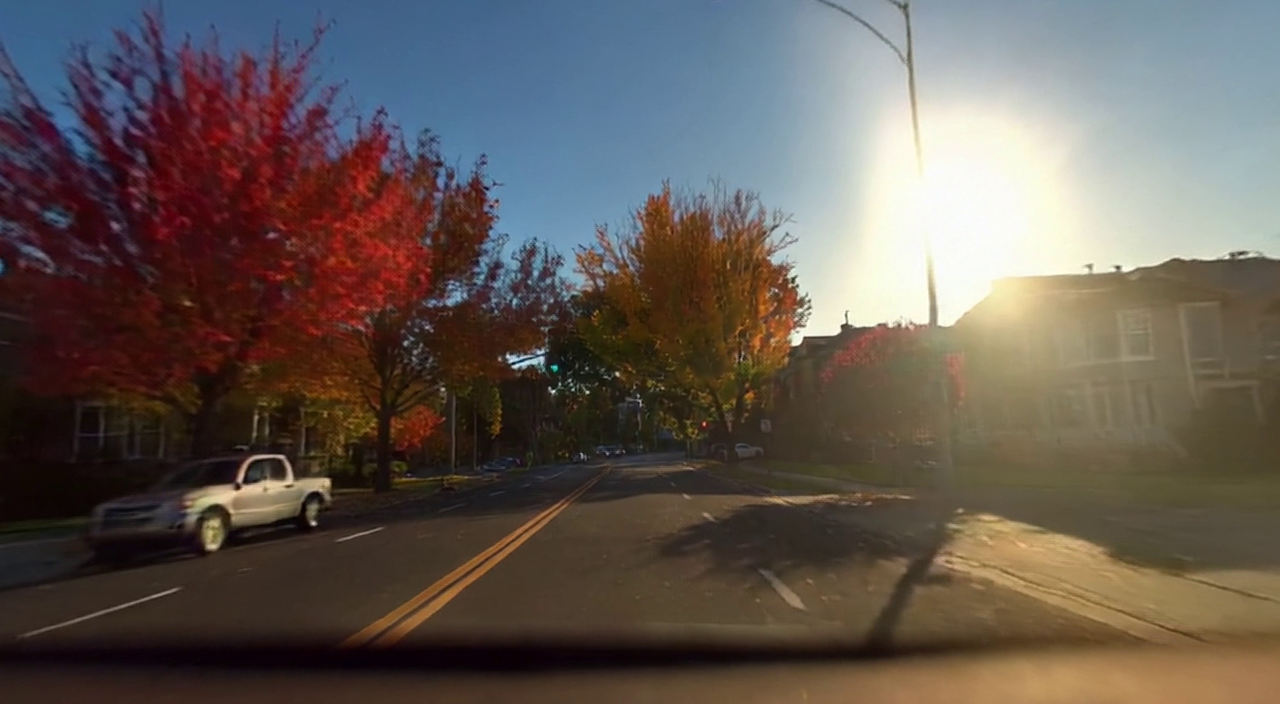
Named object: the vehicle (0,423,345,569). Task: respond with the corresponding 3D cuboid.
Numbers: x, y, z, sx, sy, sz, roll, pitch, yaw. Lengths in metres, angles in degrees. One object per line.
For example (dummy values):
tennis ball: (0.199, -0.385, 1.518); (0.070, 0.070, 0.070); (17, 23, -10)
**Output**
vehicle: (-7.292, 2.311, 10.737); (2.129, 1.730, 5.544); (-2, -10, -3)
